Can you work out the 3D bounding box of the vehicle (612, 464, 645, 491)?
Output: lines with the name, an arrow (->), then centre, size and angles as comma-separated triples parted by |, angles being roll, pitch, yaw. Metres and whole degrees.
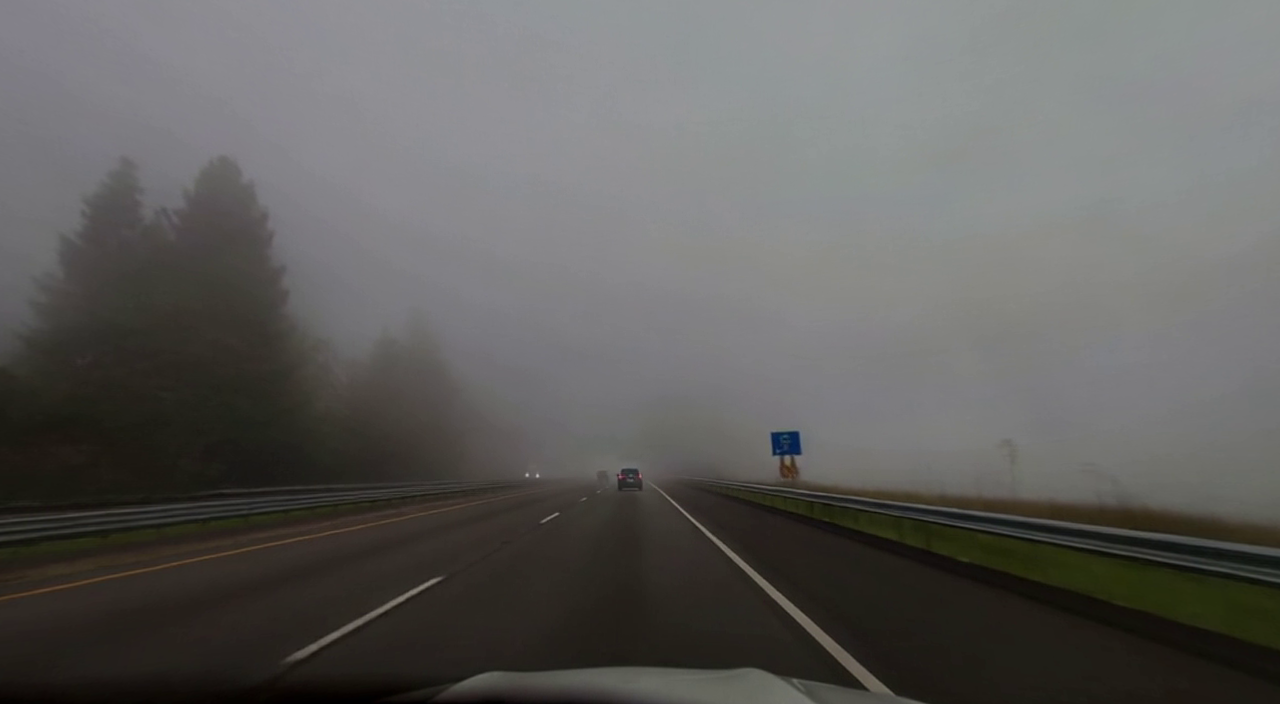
vehicle -> -0.737, 8.446, 42.578 | 2.107, 1.668, 4.554 | 1, -11, 0
